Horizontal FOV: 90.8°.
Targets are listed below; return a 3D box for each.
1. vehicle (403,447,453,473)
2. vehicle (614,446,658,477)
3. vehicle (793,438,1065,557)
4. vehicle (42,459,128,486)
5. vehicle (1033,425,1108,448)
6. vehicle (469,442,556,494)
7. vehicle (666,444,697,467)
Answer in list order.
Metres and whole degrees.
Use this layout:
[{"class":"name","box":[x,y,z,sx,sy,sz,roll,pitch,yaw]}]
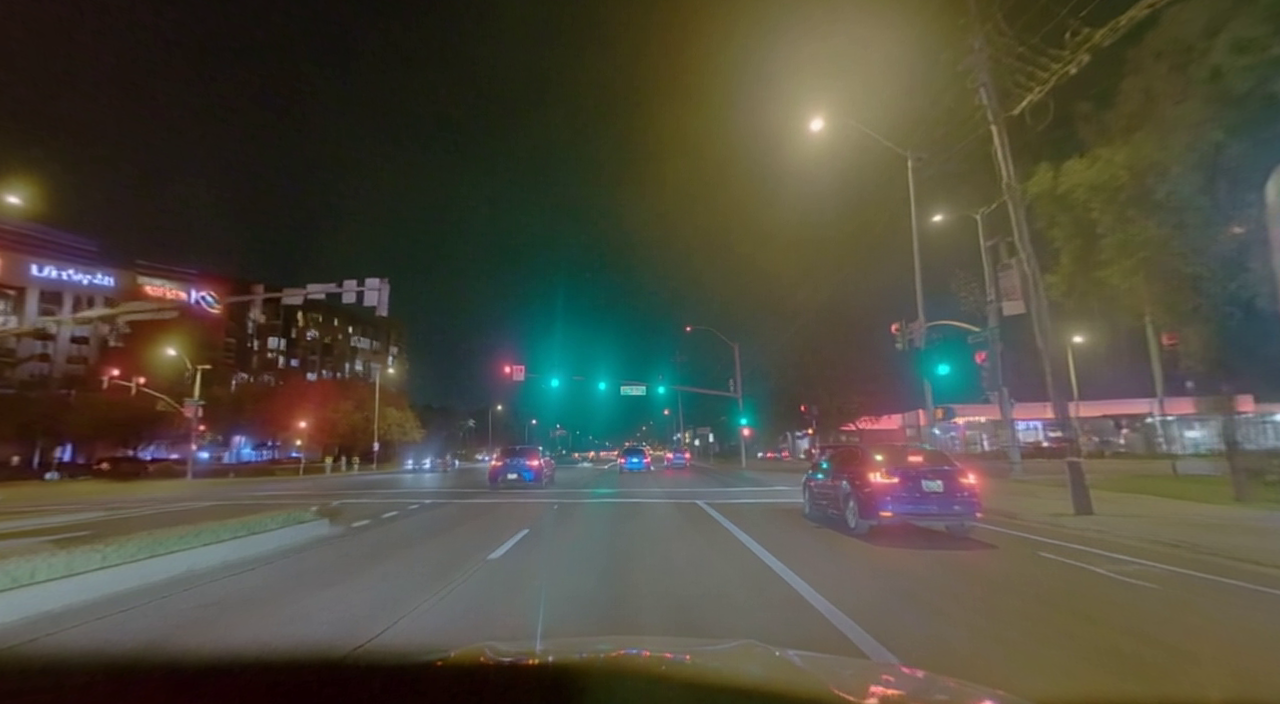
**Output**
[{"class":"vehicle","box":[-14.435,7.325,43.176,1.987,1.641,4.185,0,-8,0]},{"class":"vehicle","box":[-0.219,5.588,32.446,2.072,1.473,4.139,0,-8,-1]},{"class":"vehicle","box":[4.267,2.212,10.522,2.119,1.479,4.910,0,-8,-1]},{"class":"vehicle","box":[-37.303,8.080,42.537,3.931,1.653,2.134,-1,-9,7]},{"class":"vehicle","box":[33.895,6.724,49.965,2.213,1.758,5.447,0,-8,1]},{"class":"vehicle","box":[-4.216,3.889,21.668,2.035,1.564,4.702,0,-8,-1]},{"class":"vehicle","box":[3.165,8.031,49.089,1.986,1.660,4.006,0,-8,-2]}]
